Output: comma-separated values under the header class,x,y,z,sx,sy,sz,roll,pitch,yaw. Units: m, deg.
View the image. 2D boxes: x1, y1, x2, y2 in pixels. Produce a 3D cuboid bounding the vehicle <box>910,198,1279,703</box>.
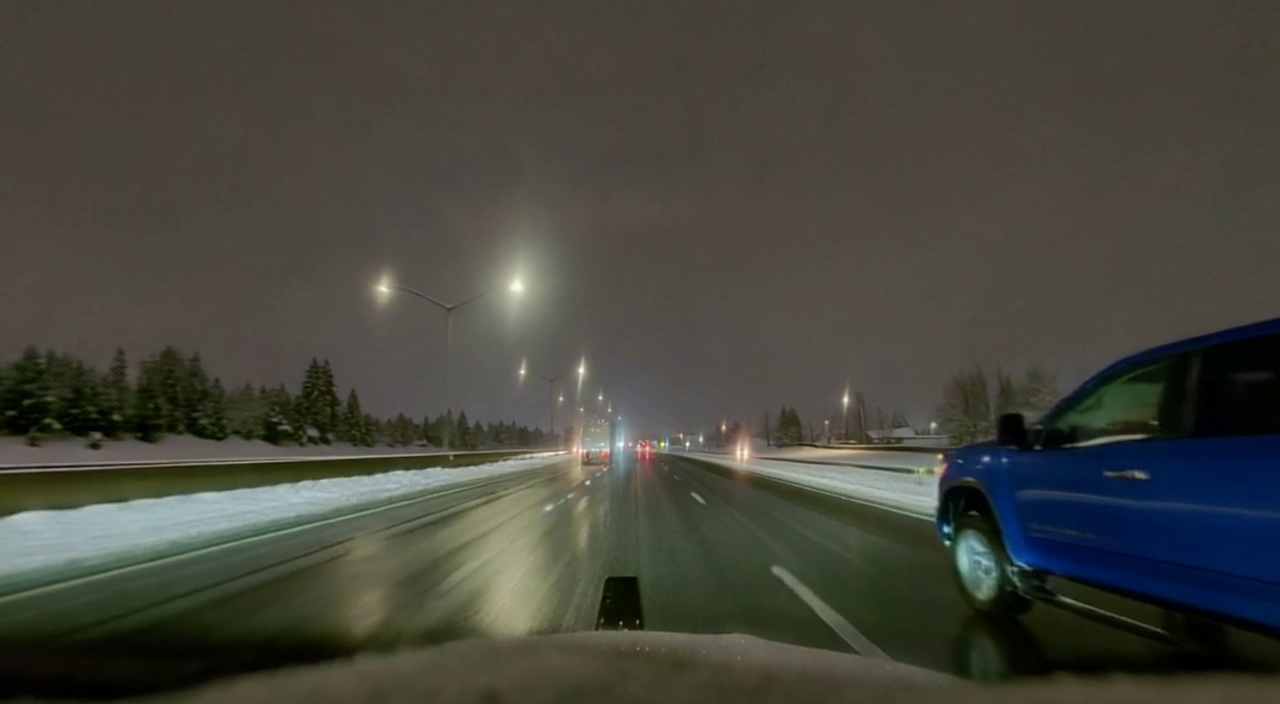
class,x,y,z,sx,sy,sz,roll,pitch,yaw
vehicle,3.570,0.513,2.180,2.593,2.110,6.016,0,-9,0
